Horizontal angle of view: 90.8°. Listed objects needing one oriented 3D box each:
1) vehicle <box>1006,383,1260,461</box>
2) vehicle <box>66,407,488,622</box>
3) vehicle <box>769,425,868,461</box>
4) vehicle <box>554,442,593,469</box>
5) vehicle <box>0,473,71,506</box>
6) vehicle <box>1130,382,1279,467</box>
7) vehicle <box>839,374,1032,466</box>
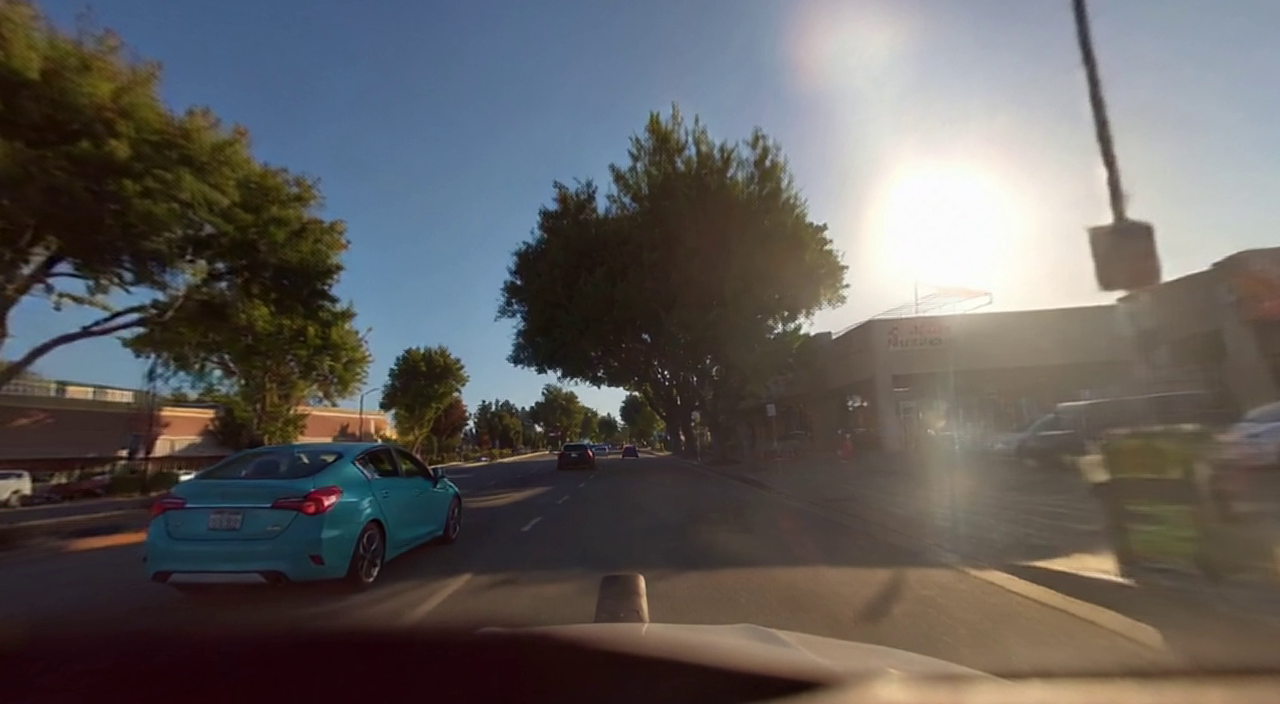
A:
[{"bbox_3d":[12.603,1.848,16.430,4.780,1.870,2.140,0,-9,-2],"label":"vehicle"},{"bbox_3d":[-3.392,1.618,7.283,2.126,1.655,4.560,0,-9,0],"label":"vehicle"},{"bbox_3d":[10.497,5.389,37.350,5.130,1.902,2.056,-1,-9,-2],"label":"vehicle"},{"bbox_3d":[-3.931,6.195,37.988,1.955,1.461,4.396,0,-9,-1],"label":"vehicle"},{"bbox_3d":[-33.577,7.354,33.950,1.871,1.488,4.498,0,-9,-3],"label":"vehicle"},{"bbox_3d":[13.266,1.550,13.347,4.165,1.650,1.946,0,-9,-3],"label":"vehicle"},{"bbox_3d":[12.126,2.849,26.394,6.427,3.417,2.845,-2,-7,-2],"label":"vehicle"}]
